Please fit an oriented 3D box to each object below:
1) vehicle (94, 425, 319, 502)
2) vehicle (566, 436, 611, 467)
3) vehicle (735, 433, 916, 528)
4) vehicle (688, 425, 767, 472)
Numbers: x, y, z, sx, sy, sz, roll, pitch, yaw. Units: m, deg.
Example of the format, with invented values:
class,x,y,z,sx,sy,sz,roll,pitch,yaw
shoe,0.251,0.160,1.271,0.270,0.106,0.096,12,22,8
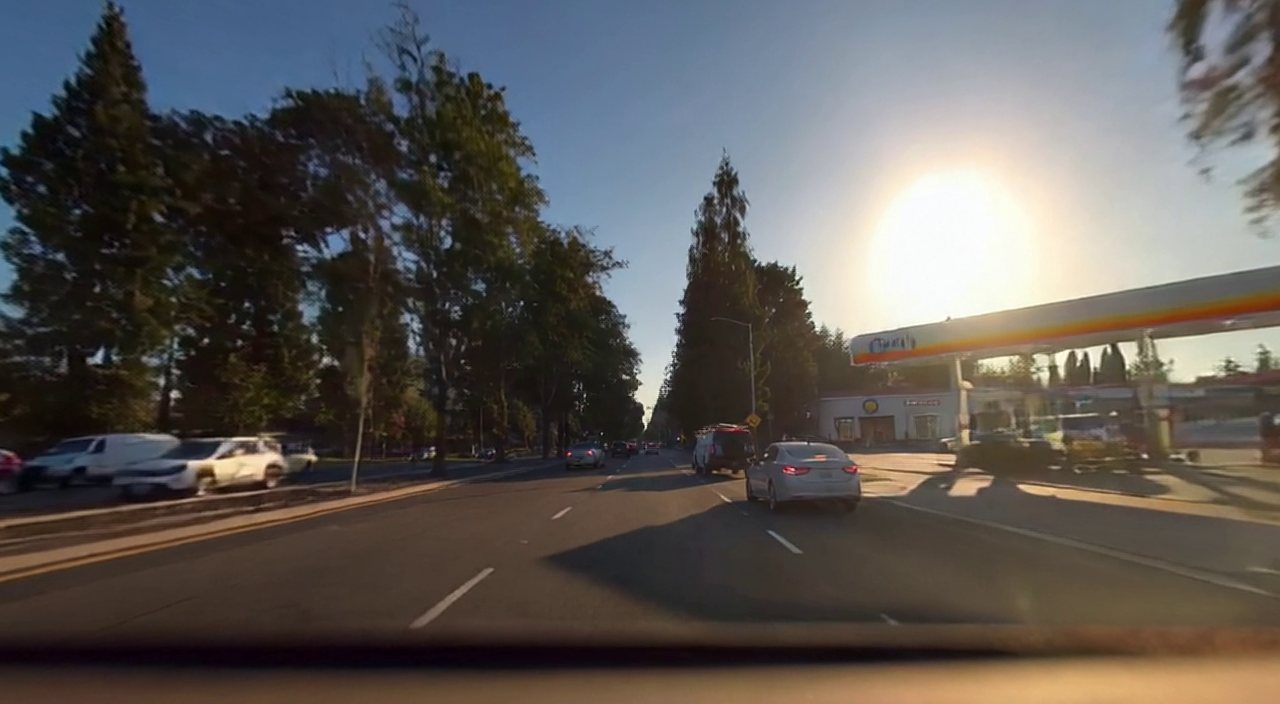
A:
class,x,y,z,sx,sy,sz,roll,pitch,yaw
vehicle,-11.365,2.960,17.249,2.141,1.751,5.451,0,-8,2
vehicle,-3.050,6.049,38.461,2.250,1.713,4.422,0,-8,2
vehicle,3.287,2.387,12.354,2.095,1.475,4.686,0,-8,0
vehicle,4.299,4.968,32.538,3.245,2.199,6.295,0,-8,0
